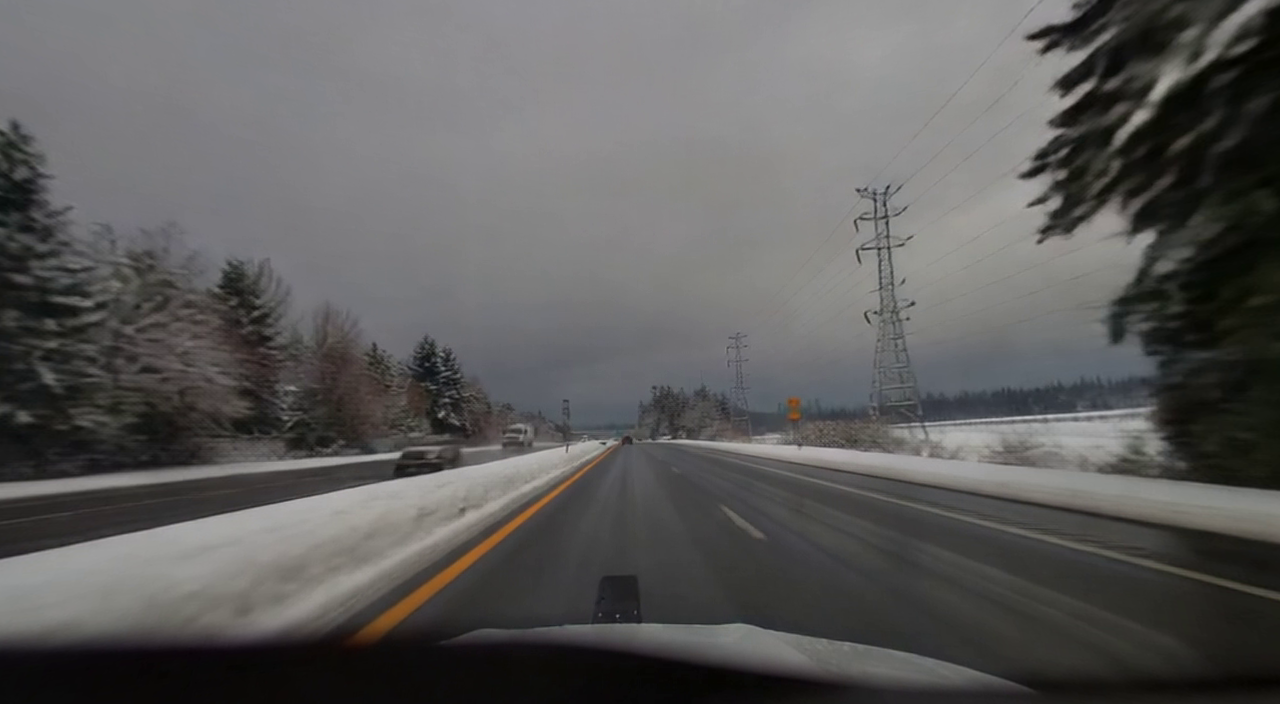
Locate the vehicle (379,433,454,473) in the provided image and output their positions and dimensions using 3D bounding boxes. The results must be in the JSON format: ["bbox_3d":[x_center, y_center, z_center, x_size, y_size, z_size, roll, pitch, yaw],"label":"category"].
[{"bbox_3d":[-9.749,4.411,27.858,1.865,1.622,4.311,1,-8,-2],"label":"vehicle"}]
